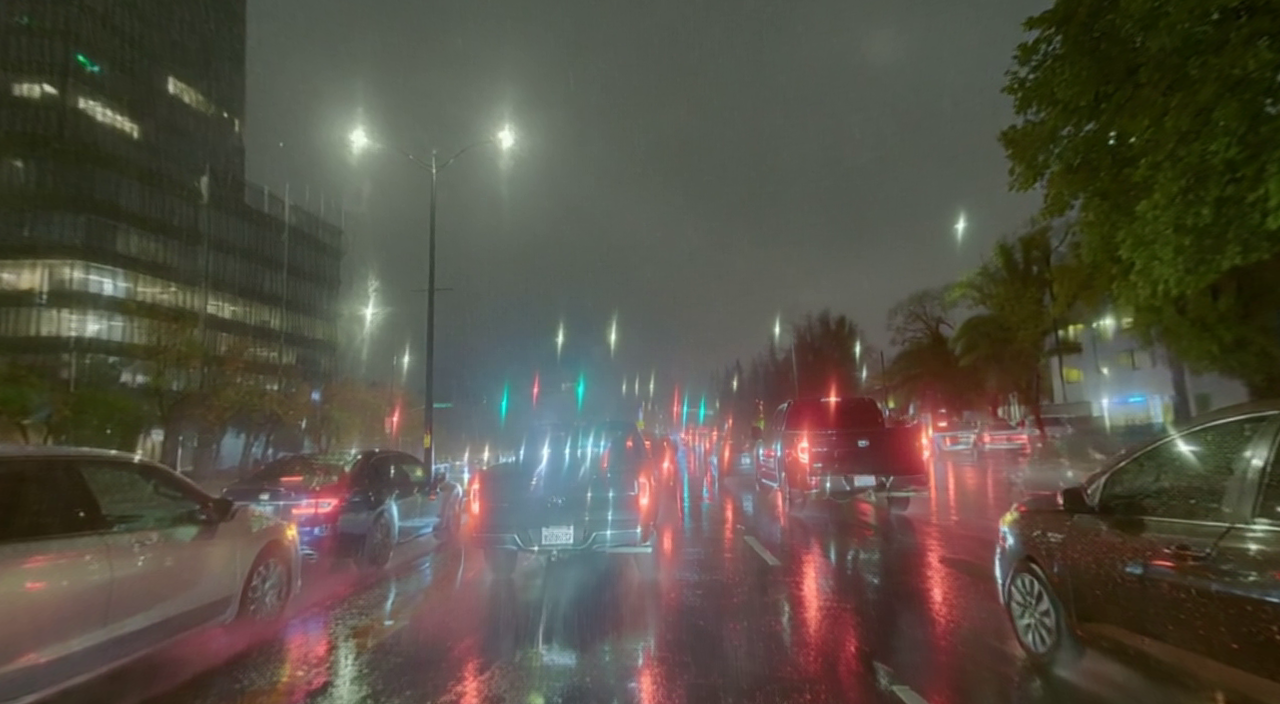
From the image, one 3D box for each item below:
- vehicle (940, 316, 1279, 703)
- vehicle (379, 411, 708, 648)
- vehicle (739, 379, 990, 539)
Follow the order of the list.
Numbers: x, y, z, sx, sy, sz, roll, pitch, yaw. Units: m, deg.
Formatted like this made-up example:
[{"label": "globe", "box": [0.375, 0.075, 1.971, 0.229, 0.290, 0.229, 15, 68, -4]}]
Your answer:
[{"label": "vehicle", "box": [3.158, 0.746, 2.080, 2.024, 1.723, 4.714, 0, -9, 1]}, {"label": "vehicle", "box": [-0.577, 1.487, 6.336, 2.172, 1.536, 4.250, 0, -9, 2]}, {"label": "vehicle", "box": [3.544, 1.900, 11.631, 2.497, 2.186, 5.890, 0, -8, 0]}]
